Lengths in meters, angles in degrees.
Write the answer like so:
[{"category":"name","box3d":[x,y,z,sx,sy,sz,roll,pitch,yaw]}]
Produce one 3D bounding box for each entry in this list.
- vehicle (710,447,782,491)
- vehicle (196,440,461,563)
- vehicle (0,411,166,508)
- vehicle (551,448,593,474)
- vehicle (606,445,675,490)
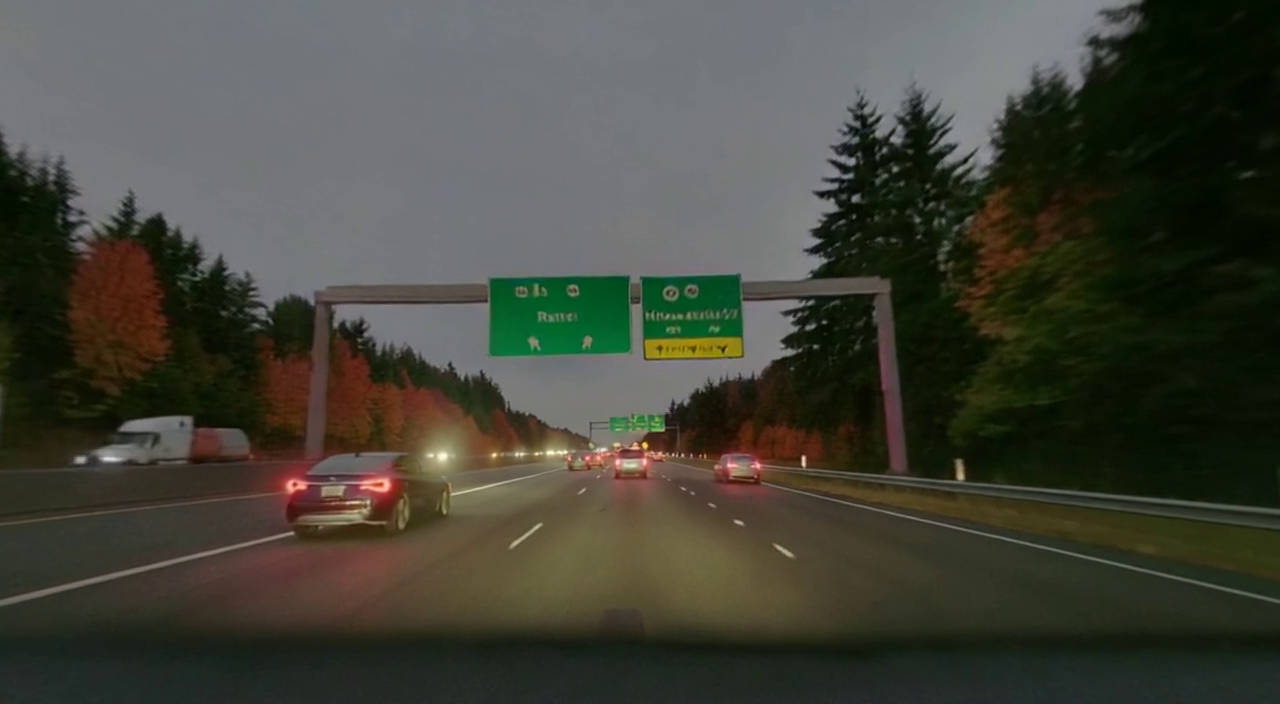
[{"category":"vehicle","box3d":[4.103,4.603,25.030,2.035,1.571,4.413,0,-9,-1]},{"category":"vehicle","box3d":[-4.394,2.156,9.757,2.017,1.469,4.113,0,-9,0]},{"category":"vehicle","box3d":[-17.958,3.200,18.834,2.769,2.467,5.723,0,-9,1]},{"category":"vehicle","box3d":[-4.726,7.657,44.260,2.545,1.679,4.267,0,-9,0]},{"category":"vehicle","box3d":[-0.005,4.731,25.961,2.634,1.679,4.070,0,-9,-1]}]
